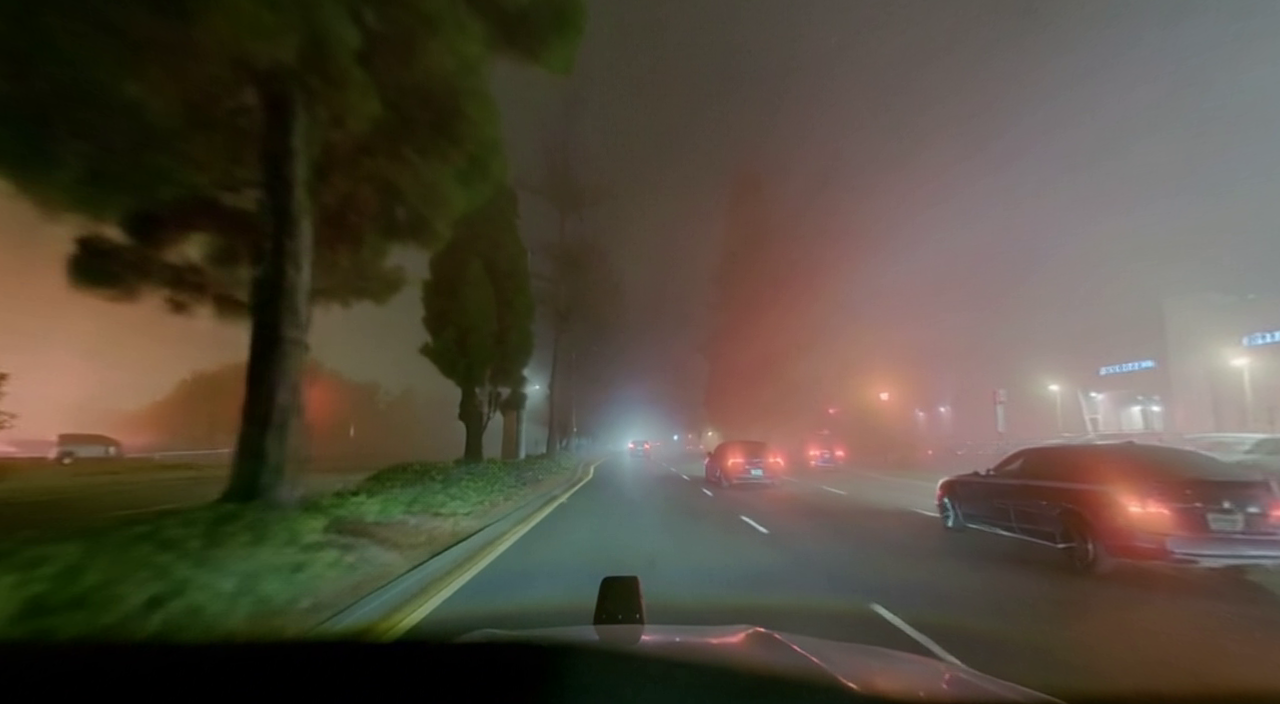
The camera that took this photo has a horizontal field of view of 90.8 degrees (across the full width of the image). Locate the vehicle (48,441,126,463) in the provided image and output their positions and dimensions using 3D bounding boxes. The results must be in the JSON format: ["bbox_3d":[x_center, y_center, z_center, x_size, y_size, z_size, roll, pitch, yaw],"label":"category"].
[{"bbox_3d":[-37.910,6.885,43.352,3.747,1.422,1.643,1,-9,-1],"label":"vehicle"}]

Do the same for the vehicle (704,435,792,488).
[{"bbox_3d":[3.415,3.562,20.940,1.953,1.514,4.672,0,-8,-1],"label":"vehicle"}]

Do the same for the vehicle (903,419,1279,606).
[{"bbox_3d":[5.392,1.668,7.633,2.098,1.507,4.655,1,-8,-5],"label":"vehicle"}]

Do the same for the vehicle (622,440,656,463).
[{"bbox_3d":[-0.115,6.504,41.439,2.095,1.456,3.873,0,-8,-1],"label":"vehicle"}]
